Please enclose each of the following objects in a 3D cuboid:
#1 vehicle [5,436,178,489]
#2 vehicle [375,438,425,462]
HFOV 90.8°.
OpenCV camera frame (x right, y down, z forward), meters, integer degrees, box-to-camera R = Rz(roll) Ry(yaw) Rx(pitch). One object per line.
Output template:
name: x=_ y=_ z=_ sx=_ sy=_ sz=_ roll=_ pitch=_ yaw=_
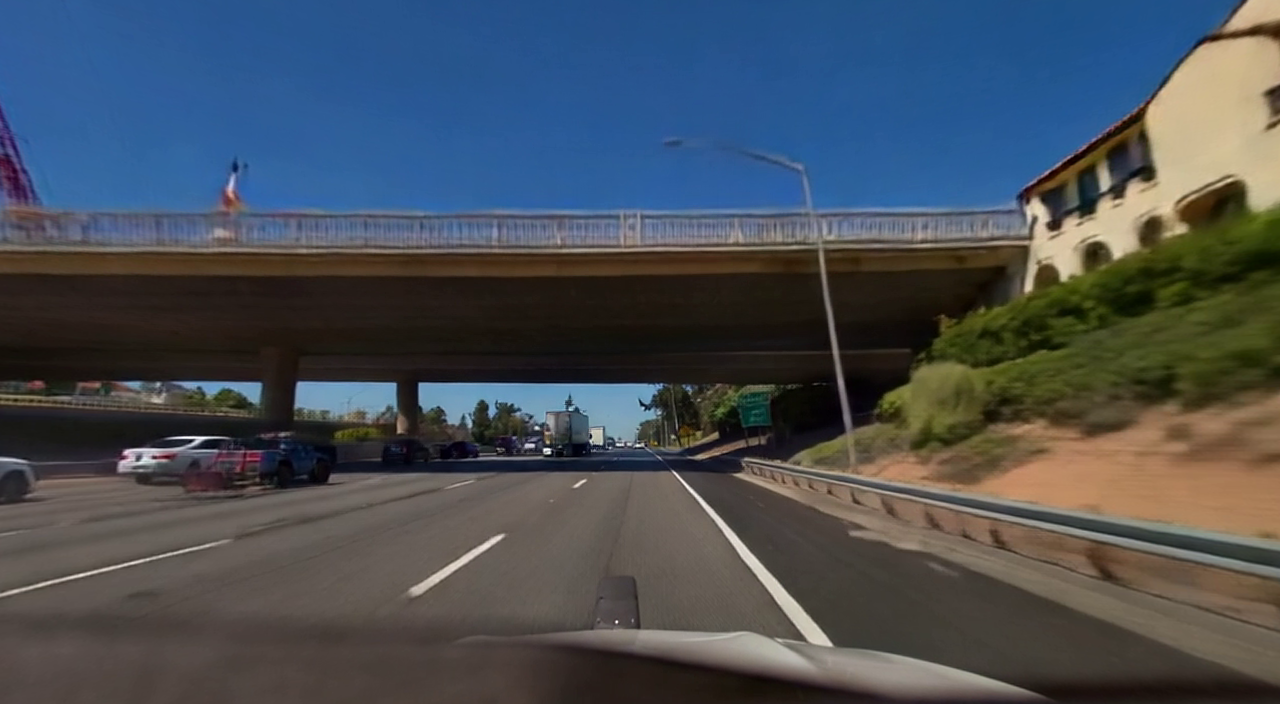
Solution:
vehicle: x=-18.168 y=3.665 z=21.269 sx=1.866 sy=1.609 sz=4.315 roll=0 pitch=-9 yaw=0
vehicle: x=-18.030 y=7.380 z=47.695 sx=1.932 sy=1.752 sz=4.541 roll=0 pitch=-9 yaw=1
